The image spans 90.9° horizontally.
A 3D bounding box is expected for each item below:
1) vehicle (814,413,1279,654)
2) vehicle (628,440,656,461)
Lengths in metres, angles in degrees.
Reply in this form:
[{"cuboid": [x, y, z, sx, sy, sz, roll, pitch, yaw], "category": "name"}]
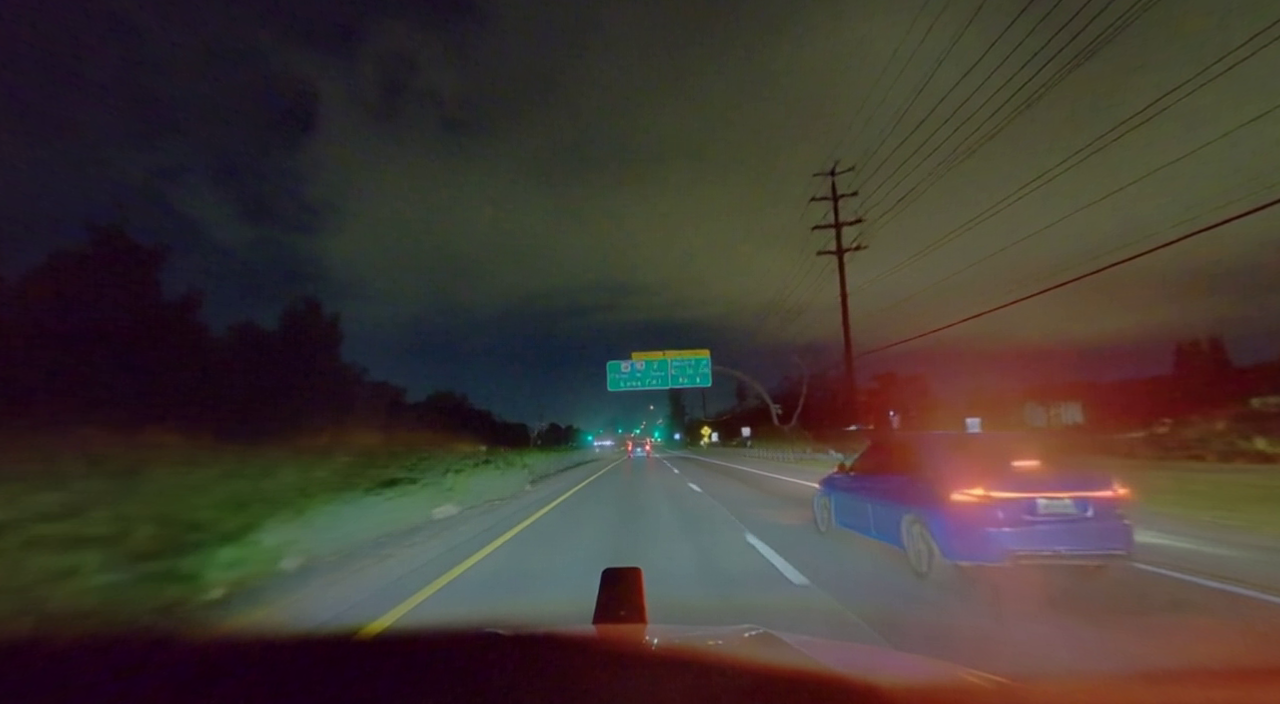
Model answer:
[{"cuboid": [3.421, 1.486, 6.309, 2.060, 1.526, 4.387, 0, -8, 0], "category": "vehicle"}, {"cuboid": [0.122, 7.422, 47.555, 2.036, 1.474, 3.969, 0, -8, 0], "category": "vehicle"}]
